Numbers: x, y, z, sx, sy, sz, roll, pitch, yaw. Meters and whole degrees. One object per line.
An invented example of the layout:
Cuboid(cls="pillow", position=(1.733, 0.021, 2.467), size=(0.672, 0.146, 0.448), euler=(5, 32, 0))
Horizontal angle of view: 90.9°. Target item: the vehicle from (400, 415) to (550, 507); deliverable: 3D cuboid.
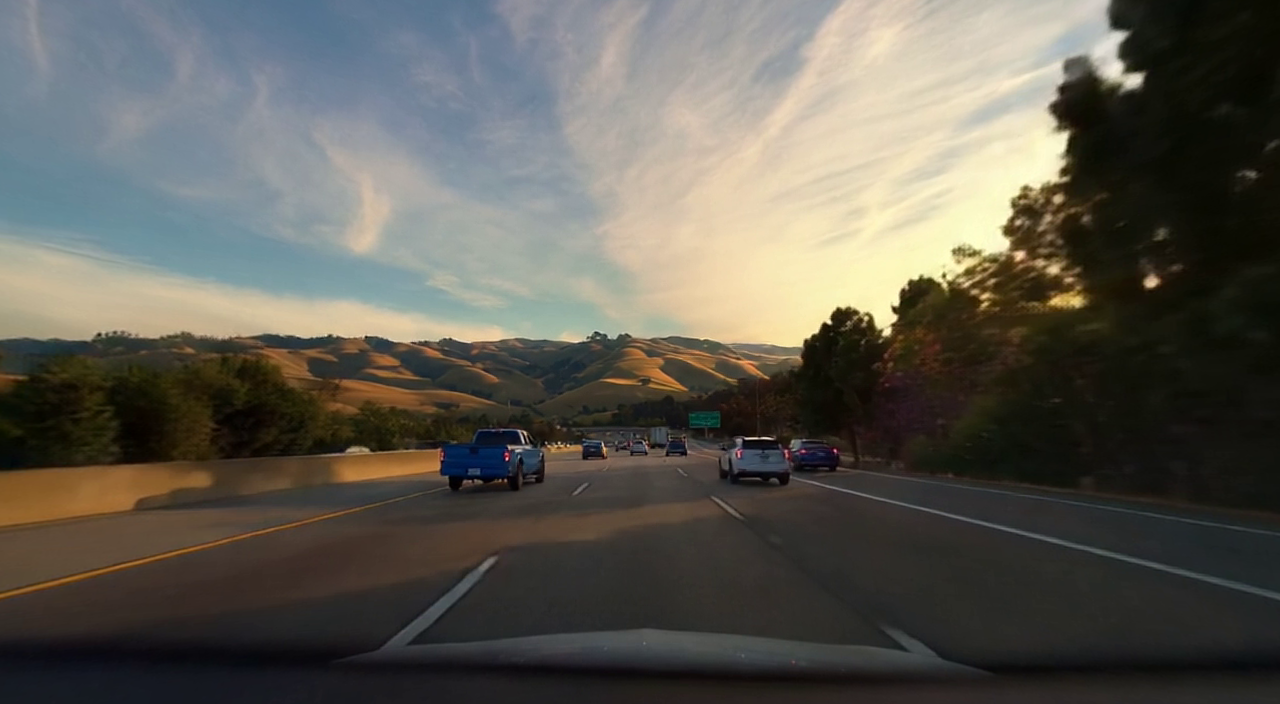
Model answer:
Cuboid(cls="vehicle", position=(-3.762, 2.586, 15.595), size=(2.227, 1.853, 5.161), euler=(0, -8, 1))

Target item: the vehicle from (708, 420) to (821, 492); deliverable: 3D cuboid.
Cuboid(cls="vehicle", position=(3.745, 3.272, 20.297), size=(2.424, 1.952, 5.611), euler=(1, -8, -1))

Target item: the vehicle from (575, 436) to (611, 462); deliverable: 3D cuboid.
Cuboid(cls="vehicle", position=(-3.384, 7.059, 46.099), size=(2.235, 1.785, 4.386), euler=(0, -8, 1))
